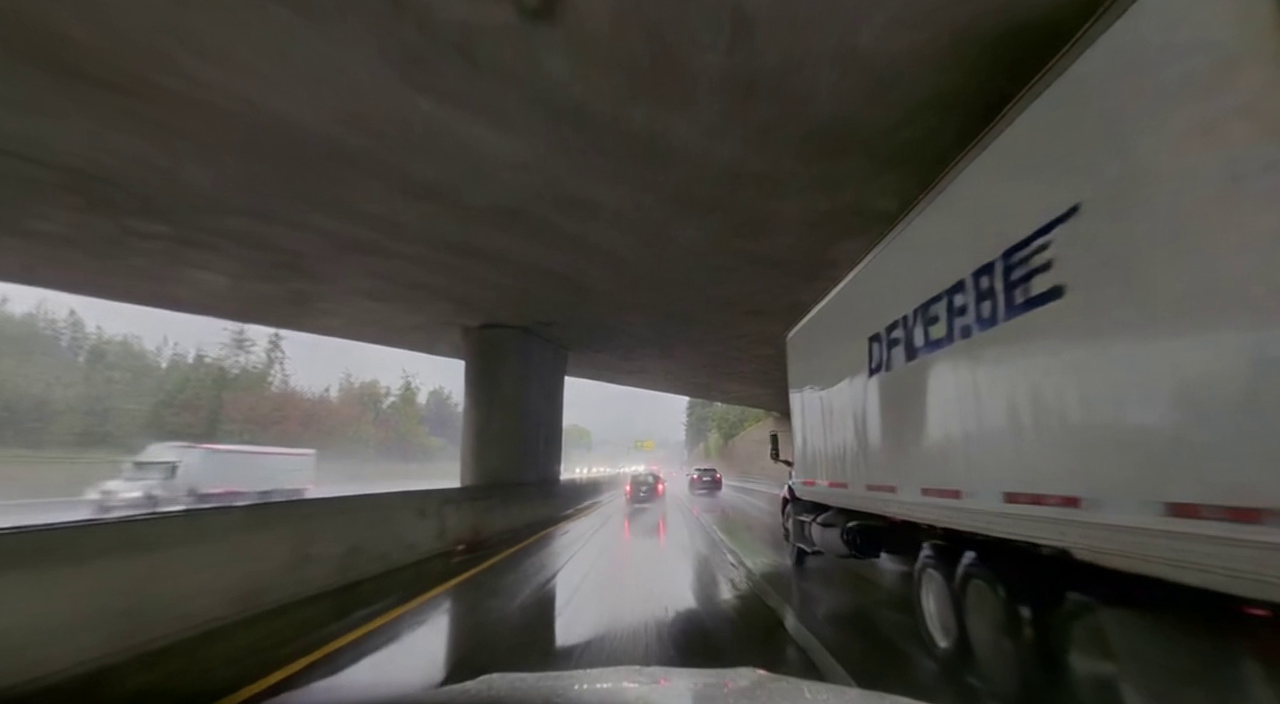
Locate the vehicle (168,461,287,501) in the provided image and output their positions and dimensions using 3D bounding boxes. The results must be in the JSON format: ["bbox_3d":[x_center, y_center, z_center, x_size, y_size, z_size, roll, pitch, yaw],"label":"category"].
[{"bbox_3d":[-16.818,5.272,25.965,1.983,1.469,4.165,1,-10,1],"label":"vehicle"}]

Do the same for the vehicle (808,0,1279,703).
[{"bbox_3d":[4.196,0.503,5.238,2.980,3.834,9.423,1,-10,0],"label":"vehicle"}]

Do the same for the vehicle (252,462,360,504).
[{"bbox_3d":[-12.944,5.085,24.744,1.756,1.448,4.305,1,-10,1],"label":"vehicle"}]

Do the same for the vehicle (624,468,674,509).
[{"bbox_3d":[0.422,6.223,29.118,2.124,1.653,4.857,1,-10,1],"label":"vehicle"}]
